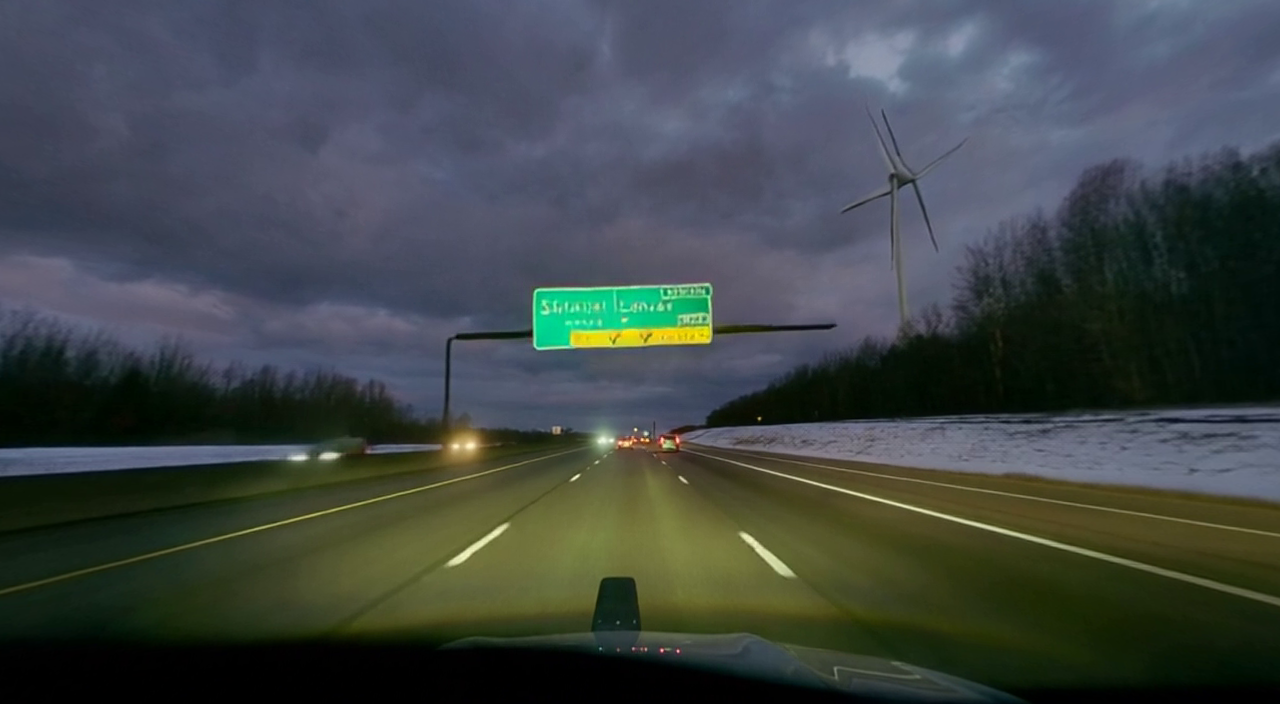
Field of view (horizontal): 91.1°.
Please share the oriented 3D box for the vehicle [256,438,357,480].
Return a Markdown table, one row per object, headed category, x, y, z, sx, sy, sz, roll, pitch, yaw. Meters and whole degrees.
| category | x | y | z | sx | sy | sz | roll | pitch | yaw |
| --- | --- | --- | --- | --- | --- | --- | --- | --- | --- |
| vehicle | -12.754 | 4.096 | 24.343 | 1.858 | 1.472 | 3.822 | 0 | -8 | -1 |
